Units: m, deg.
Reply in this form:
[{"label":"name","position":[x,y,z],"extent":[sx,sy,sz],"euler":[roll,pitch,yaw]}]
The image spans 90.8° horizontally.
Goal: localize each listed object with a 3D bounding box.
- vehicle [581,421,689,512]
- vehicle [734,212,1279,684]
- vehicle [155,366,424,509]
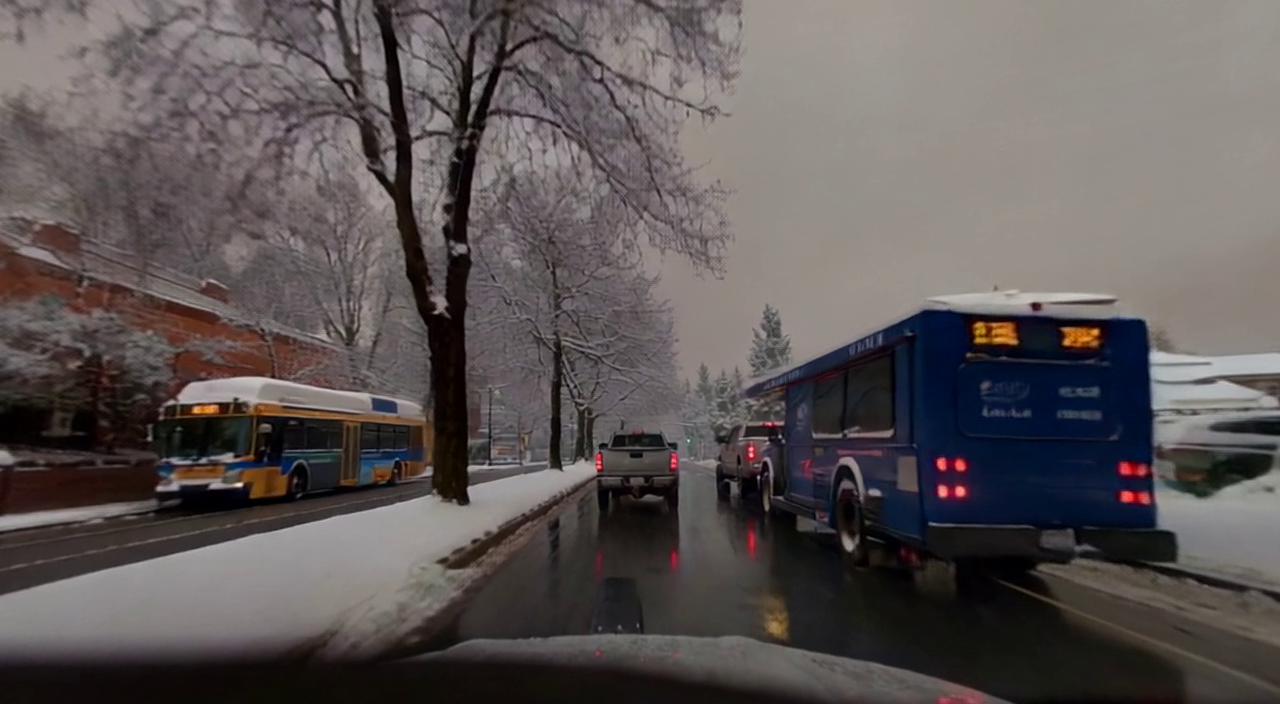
[{"label":"vehicle","position":[-0.096,2.730,15.622],"extent":[2.157,1.816,5.804],"euler":[0,-8,0]},{"label":"vehicle","position":[3.876,1.314,9.366],"extent":[3.088,3.057,10.503],"euler":[0,-8,-1]},{"label":"vehicle","position":[-11.984,3.308,24.114],"extent":[2.996,4.022,12.692],"euler":[0,-8,0]}]
